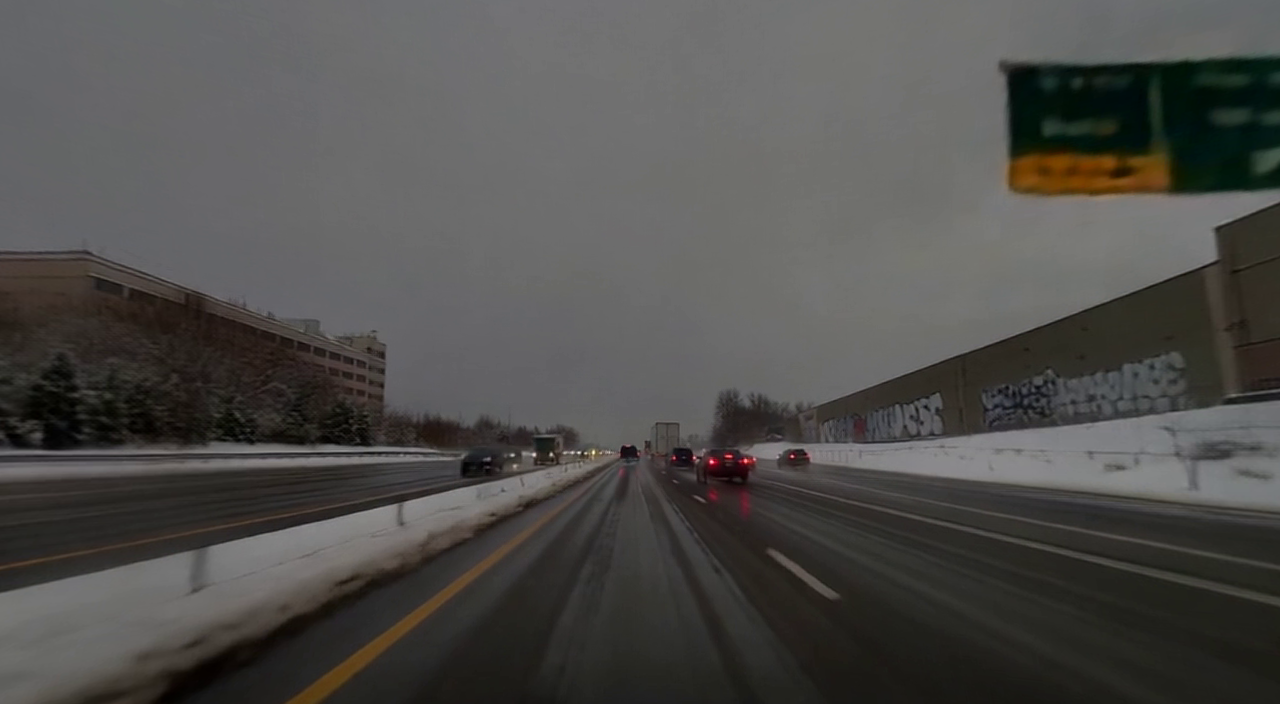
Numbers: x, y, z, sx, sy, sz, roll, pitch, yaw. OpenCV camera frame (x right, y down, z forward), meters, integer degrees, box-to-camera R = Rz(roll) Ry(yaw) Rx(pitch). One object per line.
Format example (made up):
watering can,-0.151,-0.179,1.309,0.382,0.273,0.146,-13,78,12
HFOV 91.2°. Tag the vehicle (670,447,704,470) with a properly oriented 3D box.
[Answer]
vehicle,3.440,7.869,46.407,2.085,1.588,4.436,0,-9,-1

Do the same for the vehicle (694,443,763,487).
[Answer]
vehicle,3.465,4.527,25.480,2.045,1.605,4.674,0,-9,-1

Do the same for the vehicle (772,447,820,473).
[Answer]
vehicle,10.410,7.201,42.104,2.107,1.648,4.324,0,-9,1

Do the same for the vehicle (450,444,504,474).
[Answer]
vehicle,-8.771,5.773,34.111,1.896,1.492,4.099,0,-9,-1

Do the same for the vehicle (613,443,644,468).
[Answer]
vehicle,-0.867,7.729,46.767,2.169,1.753,4.151,0,-9,-1
